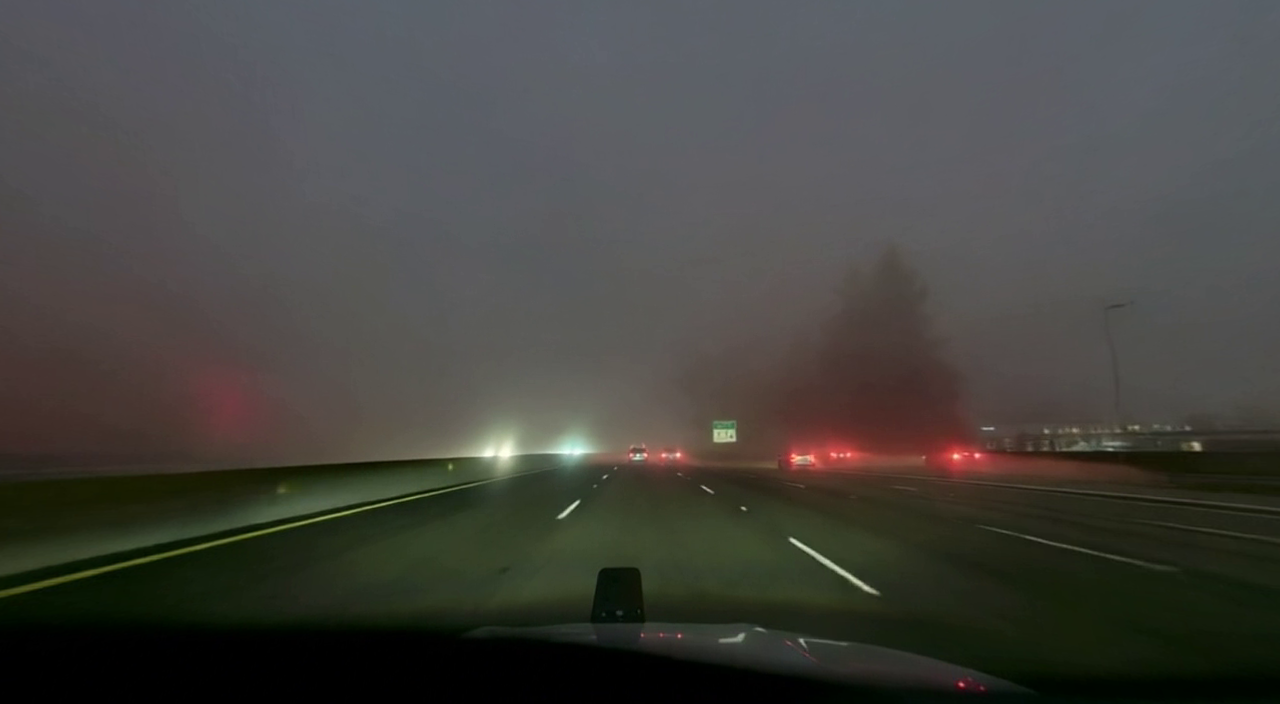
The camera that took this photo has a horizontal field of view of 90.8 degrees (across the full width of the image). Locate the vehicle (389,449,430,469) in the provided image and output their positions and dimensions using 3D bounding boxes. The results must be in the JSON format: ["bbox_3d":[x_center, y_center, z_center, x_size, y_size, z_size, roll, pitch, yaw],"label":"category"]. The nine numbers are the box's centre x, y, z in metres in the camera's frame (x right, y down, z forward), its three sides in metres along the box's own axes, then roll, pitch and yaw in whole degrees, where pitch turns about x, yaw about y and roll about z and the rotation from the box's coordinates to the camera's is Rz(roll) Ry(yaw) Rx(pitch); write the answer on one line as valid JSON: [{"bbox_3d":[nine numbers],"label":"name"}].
[{"bbox_3d":[-17.748,8.240,48.750,1.719,1.443,3.463,0,-8,2],"label":"vehicle"}]

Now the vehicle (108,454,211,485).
[{"bbox_3d":[-24.464,5.965,32.406,1.821,1.405,4.438,0,-9,0],"label":"vehicle"}]

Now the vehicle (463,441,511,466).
[{"bbox_3d":[-9.932,6.608,41.467,1.915,1.524,4.623,0,-8,1],"label":"vehicle"}]
